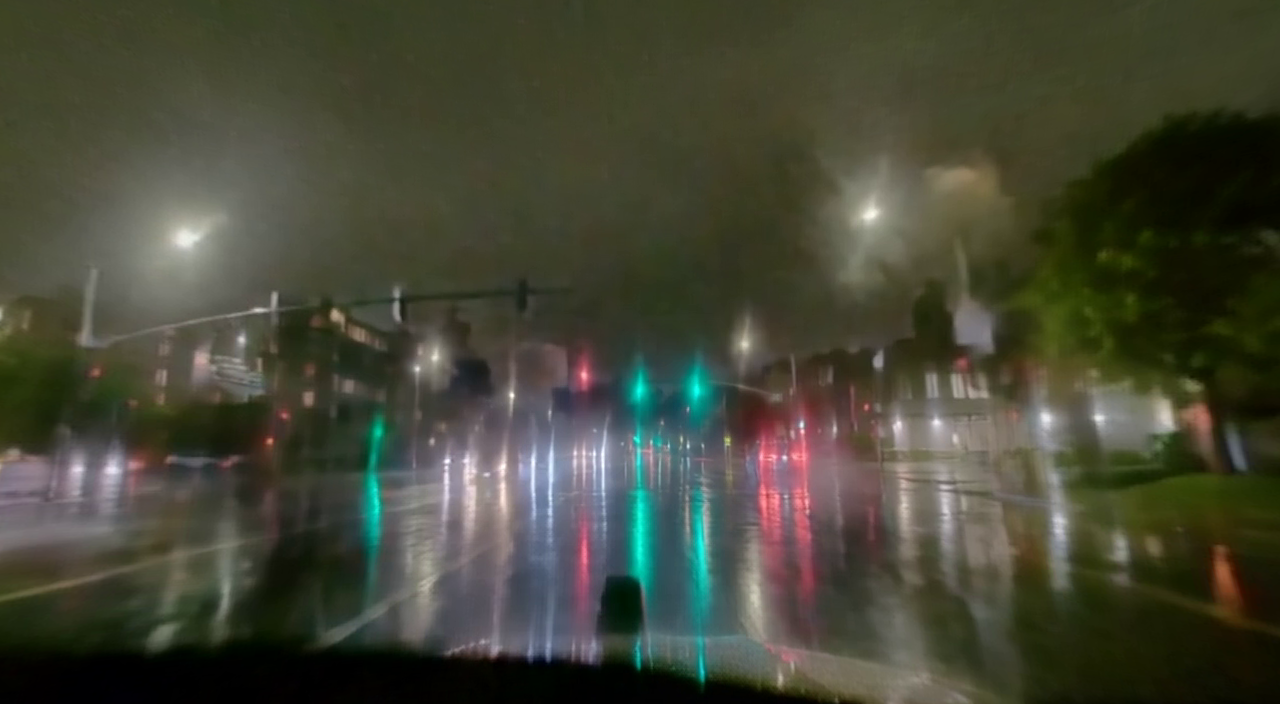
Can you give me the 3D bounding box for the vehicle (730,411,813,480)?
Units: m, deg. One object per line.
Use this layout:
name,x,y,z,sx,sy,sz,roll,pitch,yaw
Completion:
vehicle,6.777,5.004,33.607,2.802,3.208,7.459,0,-9,0

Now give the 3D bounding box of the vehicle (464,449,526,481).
vehicle,-7.208,5.652,31.793,1.986,1.481,4.602,0,-9,1

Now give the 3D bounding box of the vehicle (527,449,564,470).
vehicle,-7.281,8.331,49.025,1.991,1.506,4.659,0,-9,2
